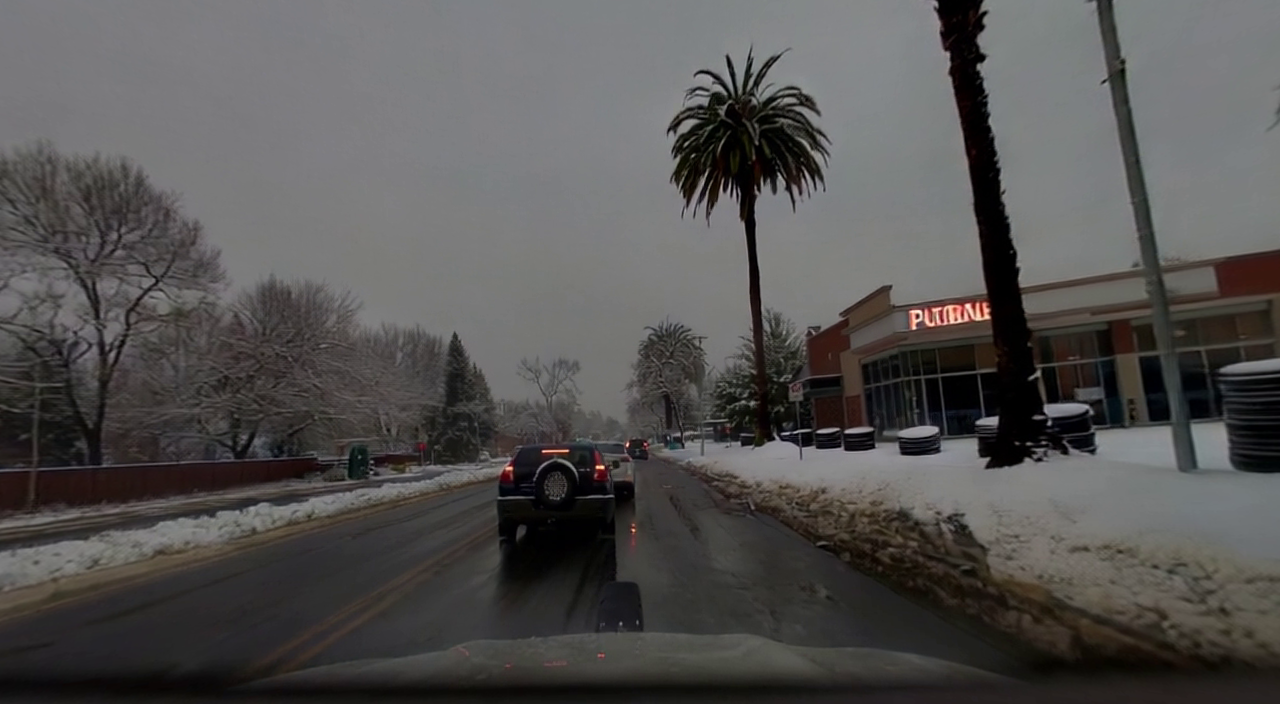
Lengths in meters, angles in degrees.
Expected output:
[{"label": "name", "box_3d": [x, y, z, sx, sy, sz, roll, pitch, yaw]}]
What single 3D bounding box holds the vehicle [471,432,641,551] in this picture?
[{"label": "vehicle", "box_3d": [-1.104, 2.094, 10.174, 2.169, 1.495, 4.048, 0, -8, -1]}]
